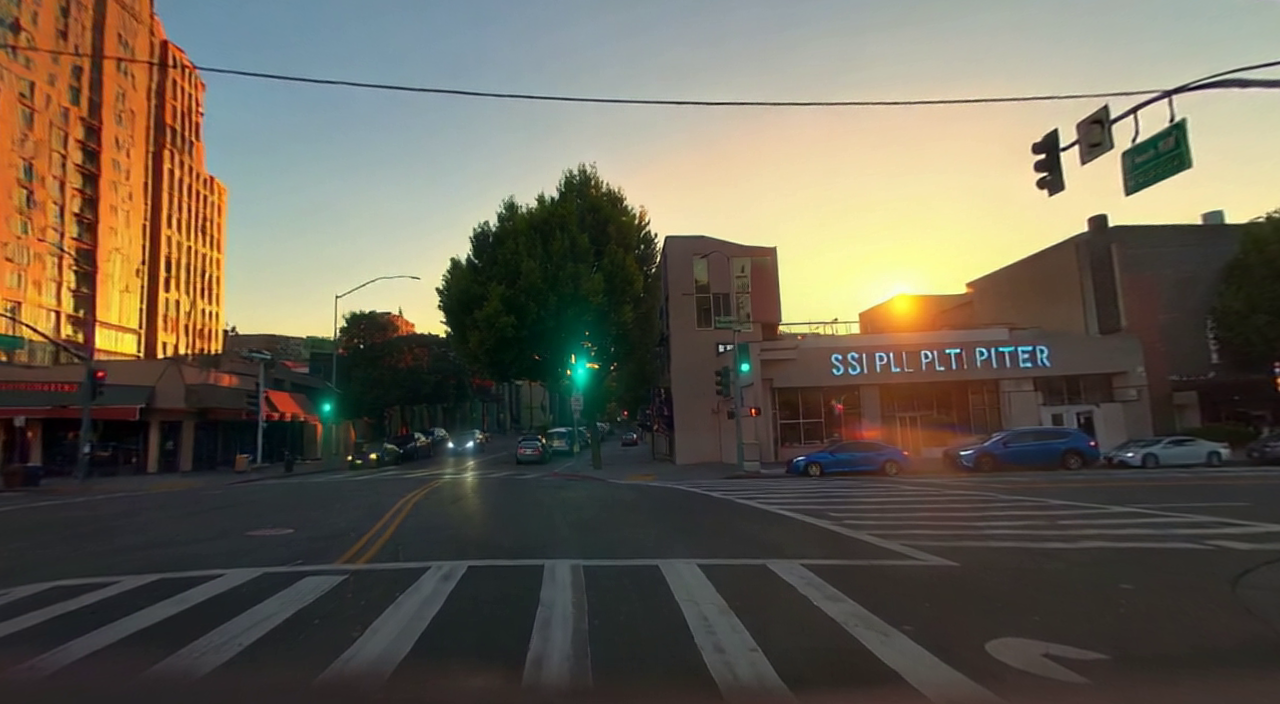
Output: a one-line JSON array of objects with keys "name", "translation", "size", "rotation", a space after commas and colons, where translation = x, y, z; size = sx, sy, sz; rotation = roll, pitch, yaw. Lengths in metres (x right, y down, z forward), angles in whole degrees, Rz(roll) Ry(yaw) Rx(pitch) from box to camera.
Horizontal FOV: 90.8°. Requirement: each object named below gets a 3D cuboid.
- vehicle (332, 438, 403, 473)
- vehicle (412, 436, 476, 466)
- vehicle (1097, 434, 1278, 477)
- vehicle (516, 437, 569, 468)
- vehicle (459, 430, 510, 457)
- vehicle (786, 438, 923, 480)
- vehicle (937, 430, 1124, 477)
[{"name": "vehicle", "translation": [-14.948, 5.636, 34.861], "size": [1.933, 1.461, 4.393], "rotation": [-4, -6, 0]}, {"name": "vehicle", "translation": [-10.370, 5.278, 33.820], "size": [2.119, 1.485, 4.472], "rotation": [0, -9, -2]}, {"name": "vehicle", "translation": [19.772, 3.758, 22.964], "size": [4.782, 1.455, 1.936], "rotation": [0, -9, -2]}, {"name": "vehicle", "translation": [-5.014, 5.230, 33.004], "size": [1.892, 1.481, 4.365], "rotation": [-1, -9, 2]}, {"name": "vehicle", "translation": [-10.602, 6.272, 43.390], "size": [2.181, 1.723, 4.692], "rotation": [-1, -9, 2]}, {"name": "vehicle", "translation": [7.851, 3.955, 23.450], "size": [4.426, 1.446, 1.795], "rotation": [0, -9, 0]}, {"name": "vehicle", "translation": [14.203, 3.723, 23.244], "size": [5.420, 1.609, 2.063], "rotation": [0, -9, 1]}]
